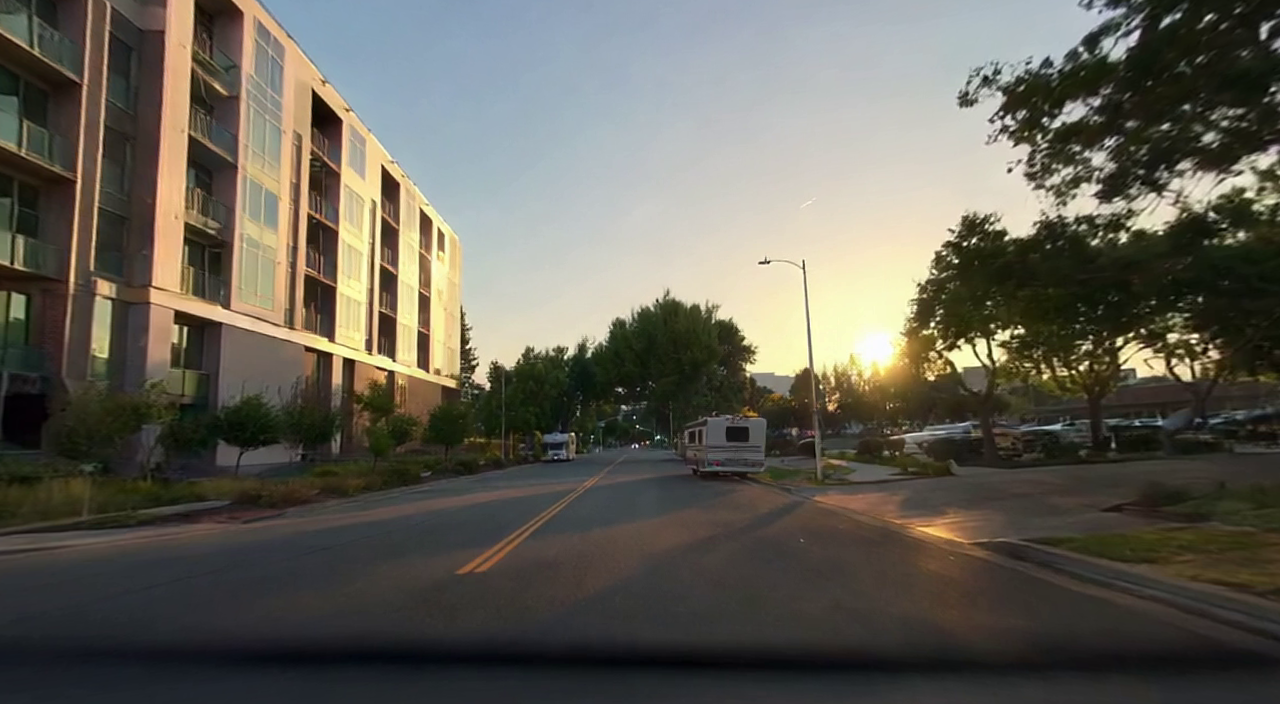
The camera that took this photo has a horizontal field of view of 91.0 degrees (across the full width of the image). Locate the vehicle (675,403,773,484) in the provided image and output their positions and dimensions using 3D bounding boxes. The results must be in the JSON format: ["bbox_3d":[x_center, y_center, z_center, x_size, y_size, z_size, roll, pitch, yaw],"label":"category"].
[{"bbox_3d":[3.539,4.168,29.078,3.074,3.099,8.805,1,-8,-2],"label":"vehicle"}]
